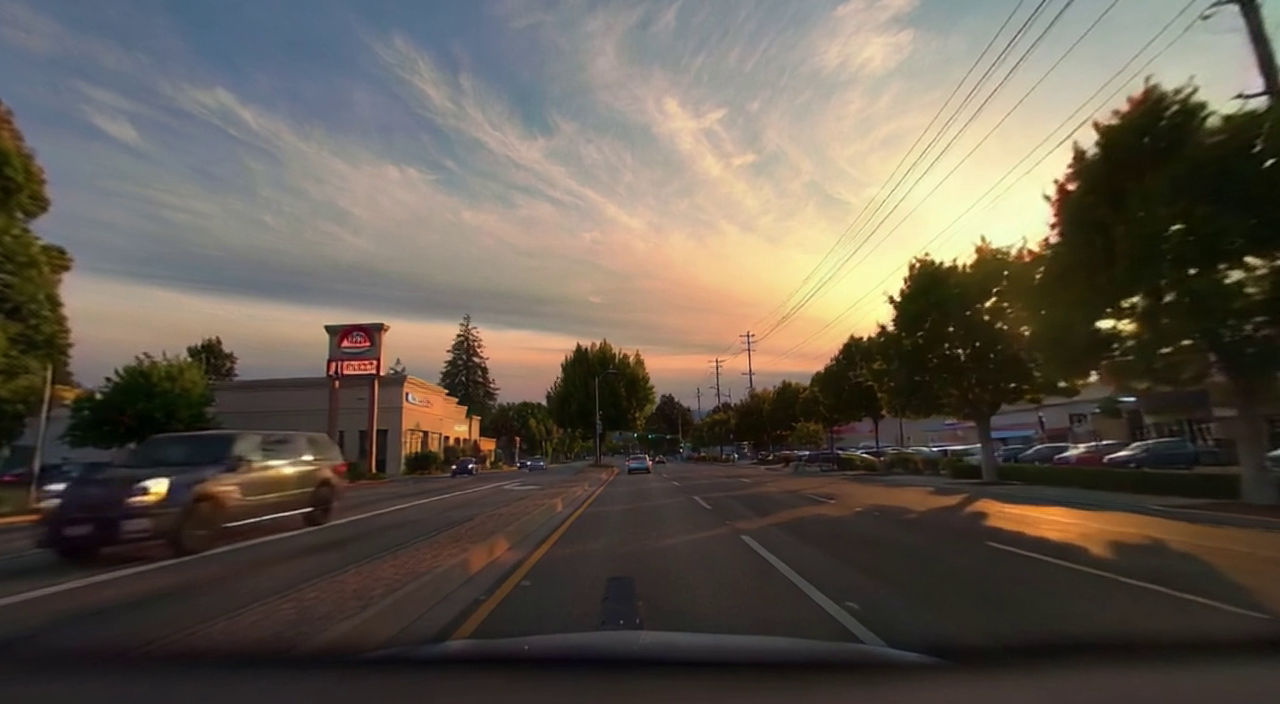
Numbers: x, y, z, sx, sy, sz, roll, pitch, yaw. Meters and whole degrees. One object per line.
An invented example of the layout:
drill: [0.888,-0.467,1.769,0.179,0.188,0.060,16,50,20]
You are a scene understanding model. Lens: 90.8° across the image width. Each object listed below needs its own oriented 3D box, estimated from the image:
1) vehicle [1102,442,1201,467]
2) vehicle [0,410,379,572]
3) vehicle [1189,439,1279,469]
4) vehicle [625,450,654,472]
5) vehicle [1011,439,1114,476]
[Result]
vehicle: [32.215,6.480,39.895,4.458,1.529,1.937,0,-9,1]
vehicle: [-7.756,2.407,12.097,2.575,2.178,6.917,0,-9,0]
vehicle: [33.464,5.632,34.973,4.324,1.592,1.877,0,-9,-2]
vehicle: [-0.052,8.140,47.292,2.065,1.521,4.306,0,-9,-1]
vehicle: [20.987,5.208,31.362,4.558,1.657,2.149,4,-10,-27]
